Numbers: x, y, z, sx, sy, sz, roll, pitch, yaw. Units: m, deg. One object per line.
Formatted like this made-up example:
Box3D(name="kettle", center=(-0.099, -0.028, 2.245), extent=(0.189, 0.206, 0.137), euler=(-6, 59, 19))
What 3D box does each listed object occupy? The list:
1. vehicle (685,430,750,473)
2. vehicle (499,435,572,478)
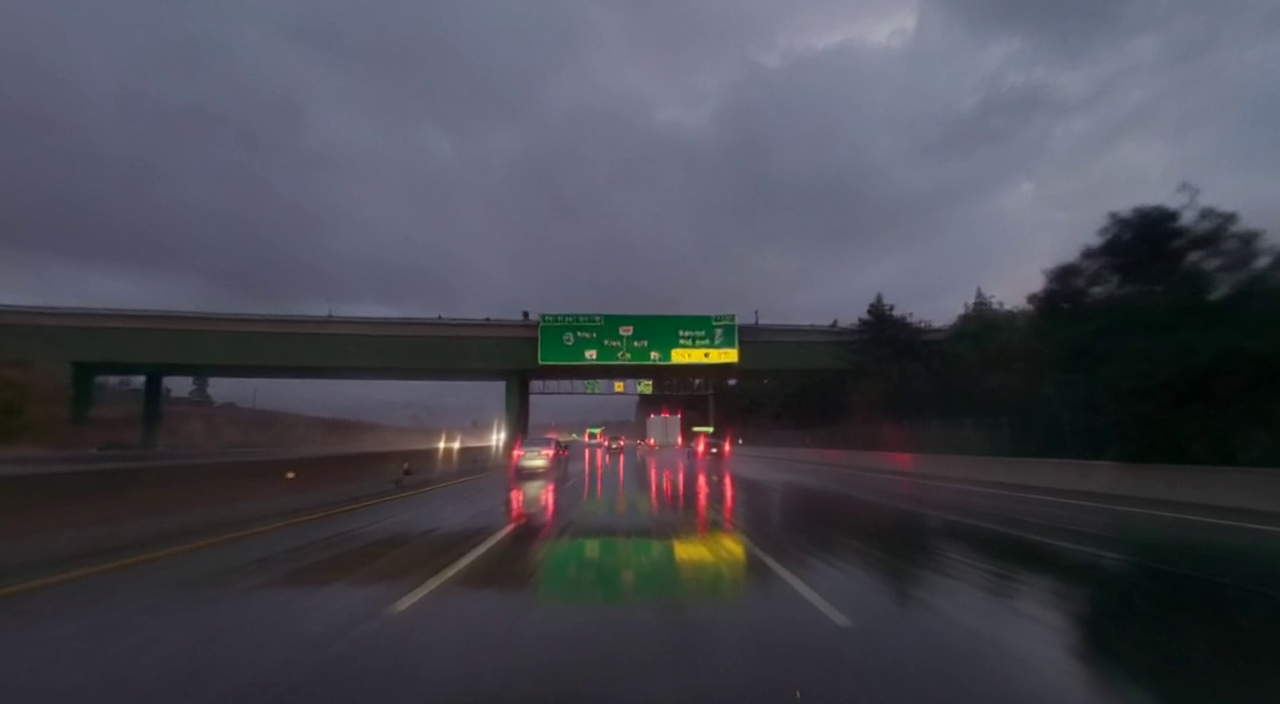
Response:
Box3D(name="vehicle", center=(3.094, 4.070, 25.957), extent=(2.001, 1.625, 4.088), euler=(0, -8, -2))
Box3D(name="vehicle", center=(-3.844, 3.927, 23.972), extent=(2.064, 1.479, 4.370), euler=(0, -8, 0))
